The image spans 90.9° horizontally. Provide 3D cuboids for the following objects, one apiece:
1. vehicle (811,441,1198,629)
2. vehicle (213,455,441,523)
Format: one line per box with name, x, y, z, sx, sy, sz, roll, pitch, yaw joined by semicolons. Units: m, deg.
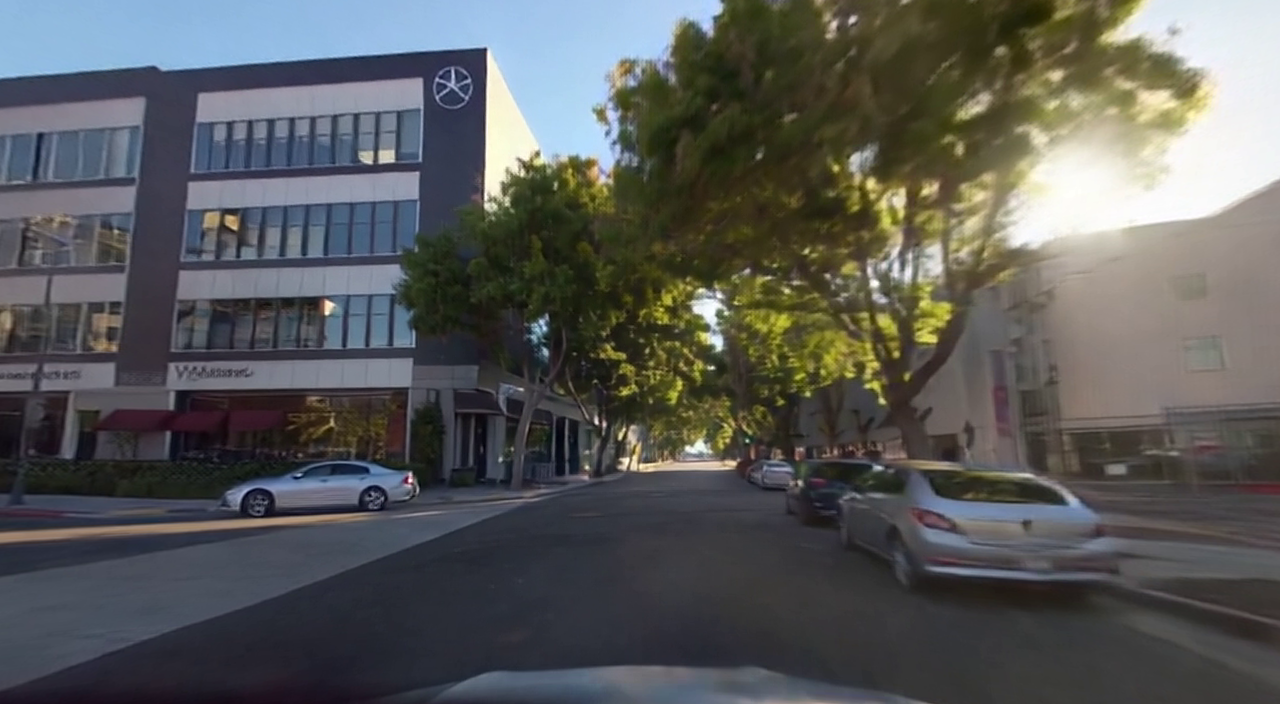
vehicle;3.412;1.789;7.002;2.073;1.434;3.899;0;-10;3
vehicle;-7.716;3.348;15.764;4.770;1.448;1.983;7;-12;-34
